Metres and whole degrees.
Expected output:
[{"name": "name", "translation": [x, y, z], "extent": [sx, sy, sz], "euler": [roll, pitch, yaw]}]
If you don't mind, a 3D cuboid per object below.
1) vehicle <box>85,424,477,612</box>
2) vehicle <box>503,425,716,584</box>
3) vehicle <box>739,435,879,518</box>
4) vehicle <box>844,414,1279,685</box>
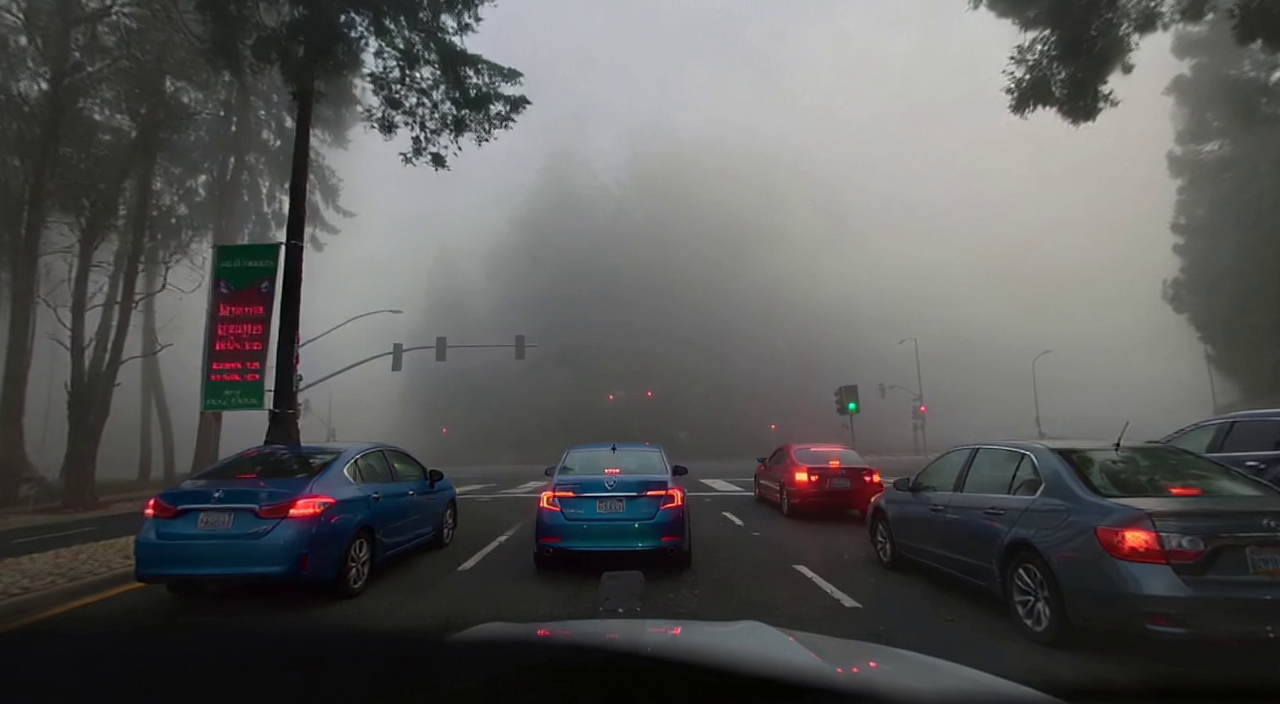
[{"name": "vehicle", "translation": [-3.362, 1.619, 7.084], "extent": [1.929, 1.457, 4.136], "euler": [0, -9, 0]}, {"name": "vehicle", "translation": [-0.314, 1.709, 7.835], "extent": [1.994, 1.479, 3.647], "euler": [0, -9, -1]}, {"name": "vehicle", "translation": [3.391, 2.573, 13.499], "extent": [1.852, 1.498, 3.825], "euler": [0, -9, -1]}, {"name": "vehicle", "translation": [3.594, 1.424, 5.771], "extent": [1.953, 1.471, 4.470], "euler": [0, -9, 0]}]
